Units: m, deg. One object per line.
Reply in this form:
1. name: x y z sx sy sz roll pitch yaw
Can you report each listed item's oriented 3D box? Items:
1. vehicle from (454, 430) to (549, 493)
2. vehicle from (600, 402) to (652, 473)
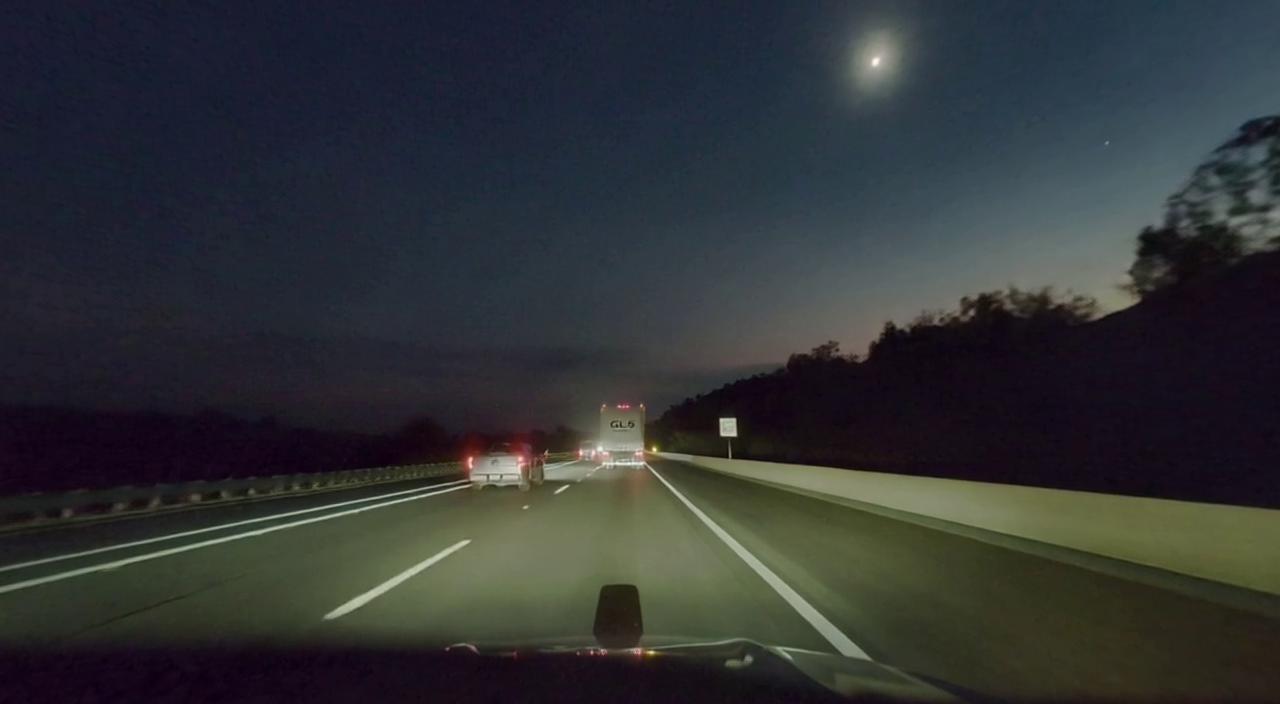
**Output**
1. vehicle: -4.667 3.810 22.150 2.226 1.935 5.130 0 -9 -1
2. vehicle: -0.925 5.638 40.881 2.923 4.007 9.760 0 -9 -2
